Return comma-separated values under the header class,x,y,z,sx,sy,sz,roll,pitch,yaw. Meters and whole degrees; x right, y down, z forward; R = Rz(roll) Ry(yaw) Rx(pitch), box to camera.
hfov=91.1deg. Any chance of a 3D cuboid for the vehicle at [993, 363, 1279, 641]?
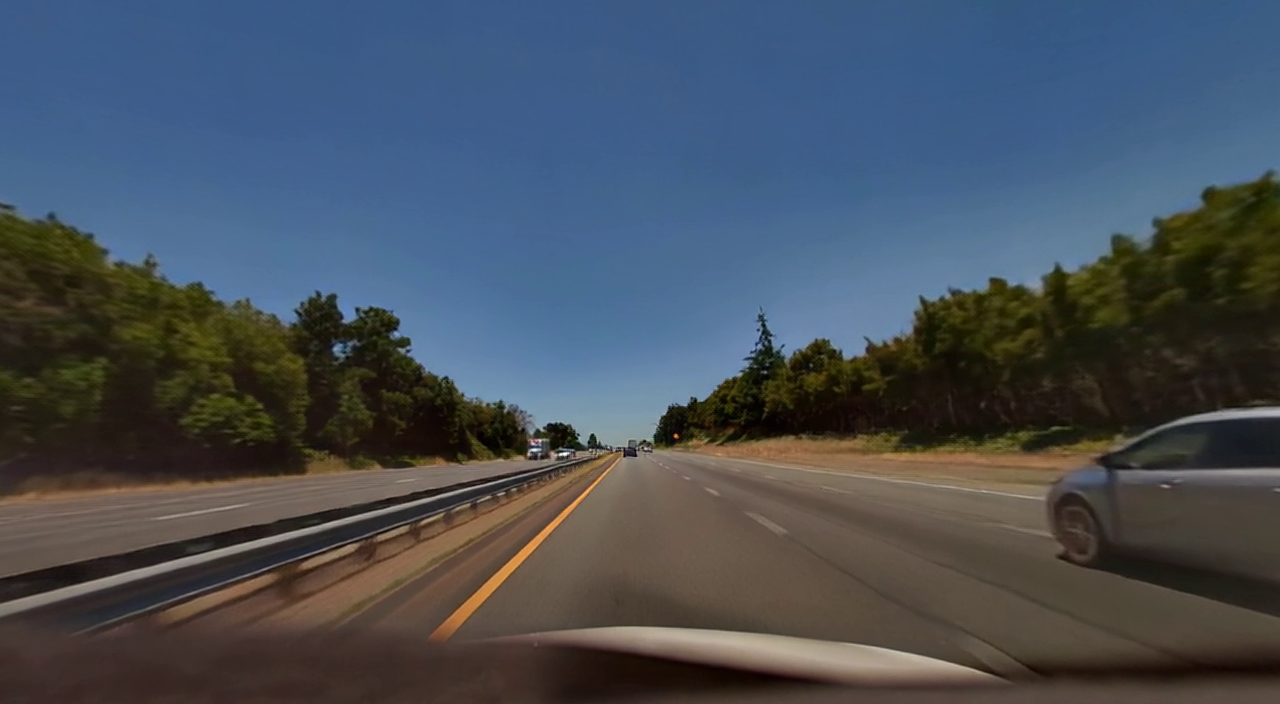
class,x,y,z,sx,sy,sz,roll,pitch,yaw
vehicle,5.199,1.087,4.895,2.117,1.783,4.627,-1,-9,-1
